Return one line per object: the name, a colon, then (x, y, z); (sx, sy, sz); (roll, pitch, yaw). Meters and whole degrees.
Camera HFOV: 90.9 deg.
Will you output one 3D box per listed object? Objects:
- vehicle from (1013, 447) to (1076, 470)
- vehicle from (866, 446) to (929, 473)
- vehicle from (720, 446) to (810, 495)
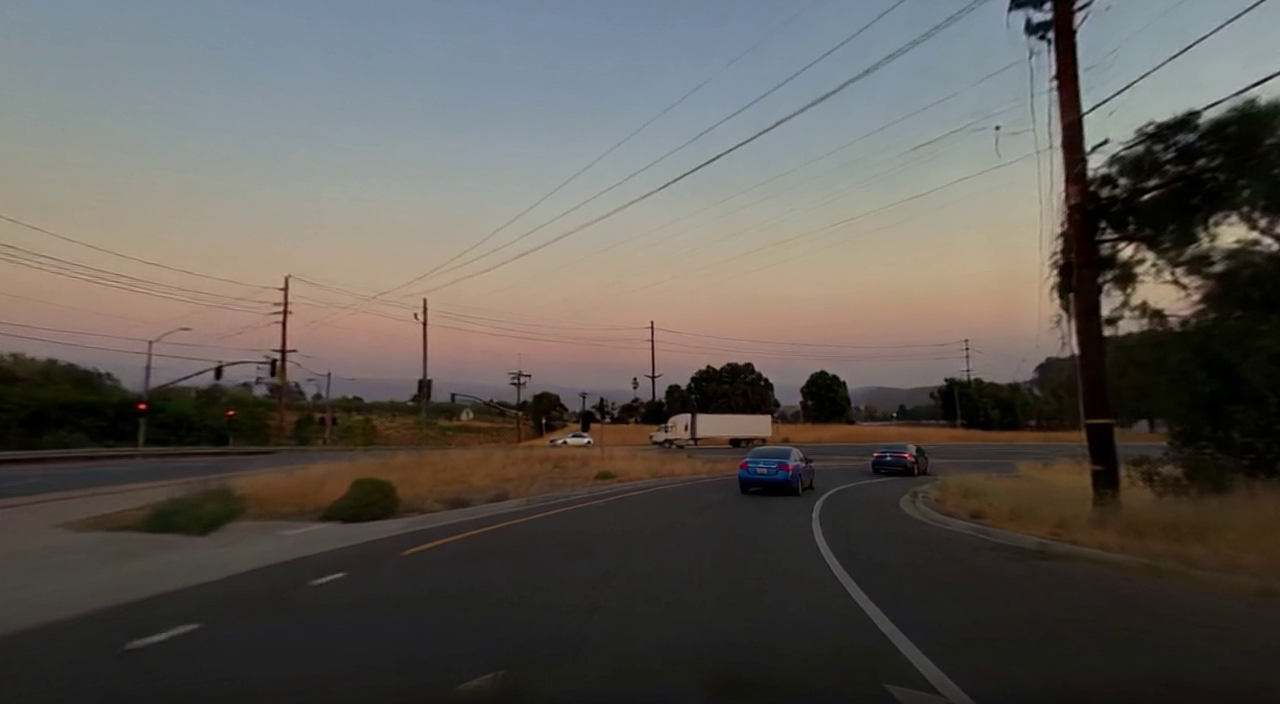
vehicle: (29.975, 7.865, 46.711); (4.102, 1.552, 1.931); (4, -9, -26)
vehicle: (14.923, 6.162, 36.428); (1.836, 1.465, 4.307); (-8, -11, 43)
vehicle: (4.278, 3.845, 20.987); (2.026, 1.407, 4.374); (-4, -9, 23)
